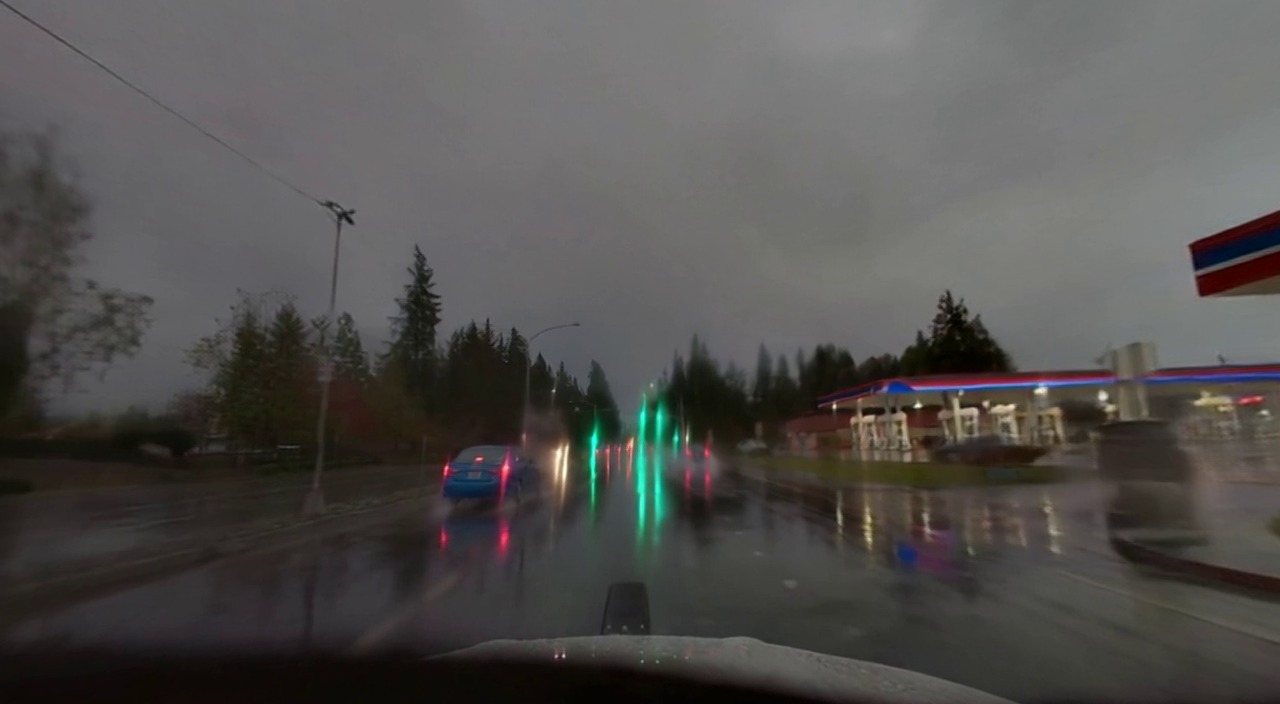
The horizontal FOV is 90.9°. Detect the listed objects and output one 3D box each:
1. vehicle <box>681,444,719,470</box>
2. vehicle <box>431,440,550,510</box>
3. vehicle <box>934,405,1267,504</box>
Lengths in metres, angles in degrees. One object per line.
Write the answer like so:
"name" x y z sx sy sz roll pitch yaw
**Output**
"vehicle" 3.615 6.366 38.387 1.883 1.465 3.975 0 -8 -1
"vehicle" -3.485 2.939 15.603 1.803 1.463 4.422 0 -8 1
"vehicle" 10.603 2.436 15.008 5.931 1.872 2.264 -3 -9 3
